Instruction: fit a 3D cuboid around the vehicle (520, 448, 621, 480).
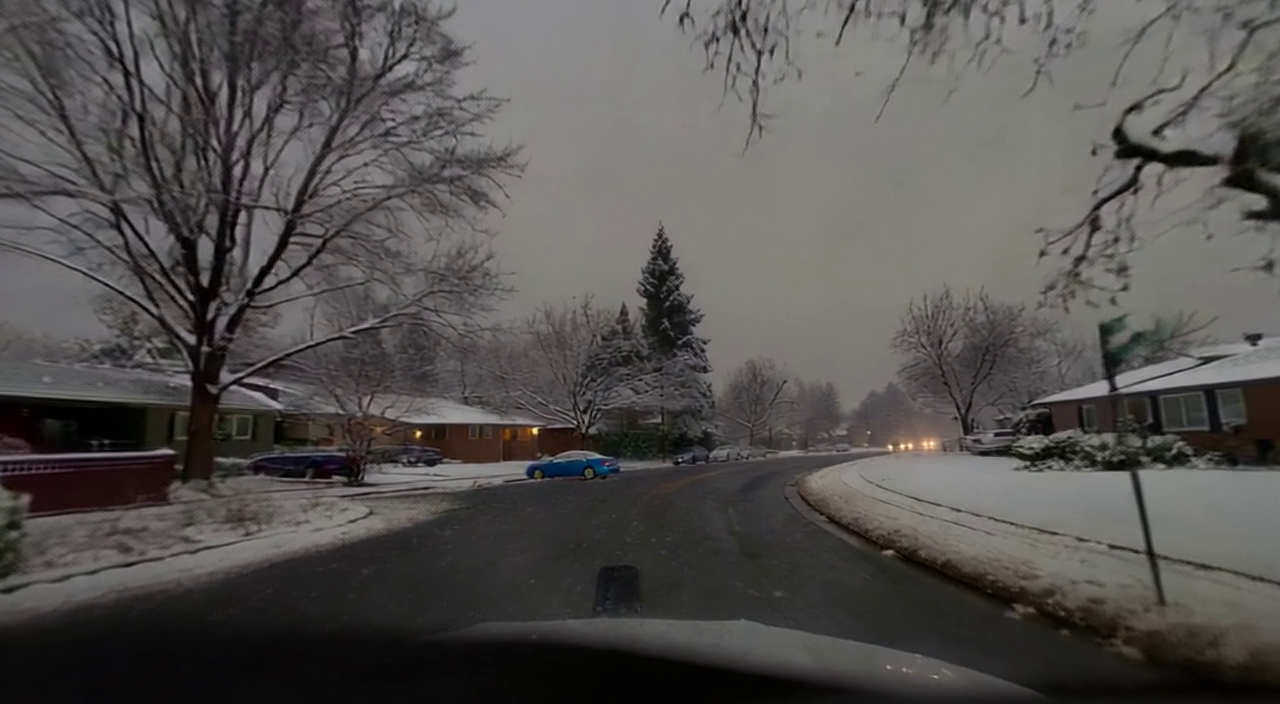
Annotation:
[{"bbox_3d":[-3.432,5.569,31.537,4.653,1.480,1.871,-2,-9,15],"label":"vehicle"}]
